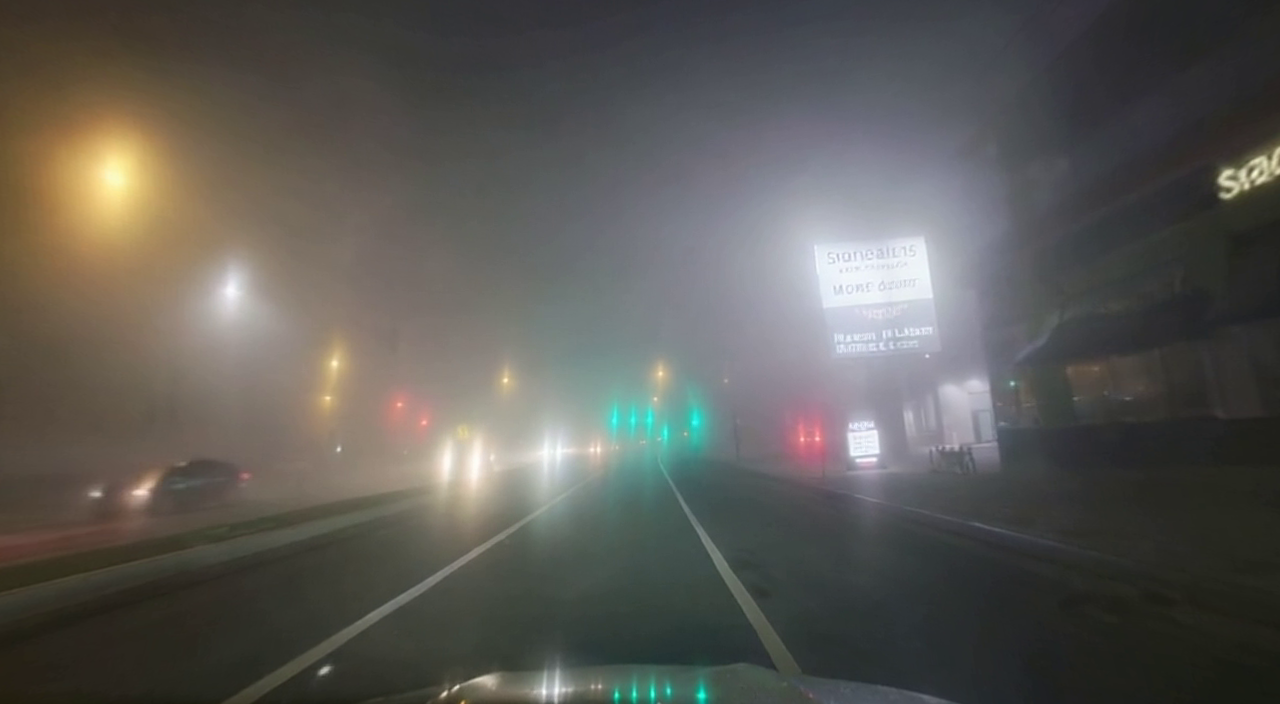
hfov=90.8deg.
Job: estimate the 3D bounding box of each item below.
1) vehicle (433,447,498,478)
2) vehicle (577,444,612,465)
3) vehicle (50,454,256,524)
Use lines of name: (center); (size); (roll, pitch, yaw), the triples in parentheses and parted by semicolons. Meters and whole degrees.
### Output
vehicle: (-9.002, 5.731, 33.053); (2.050, 1.457, 4.338); (-1, -9, 2)
vehicle: (-3.101, 7.162, 44.253); (1.962, 1.420, 4.021); (-1, -9, 3)
vehicle: (-12.412, 3.462, 16.585); (1.756, 1.511, 4.474); (-1, -9, 1)
